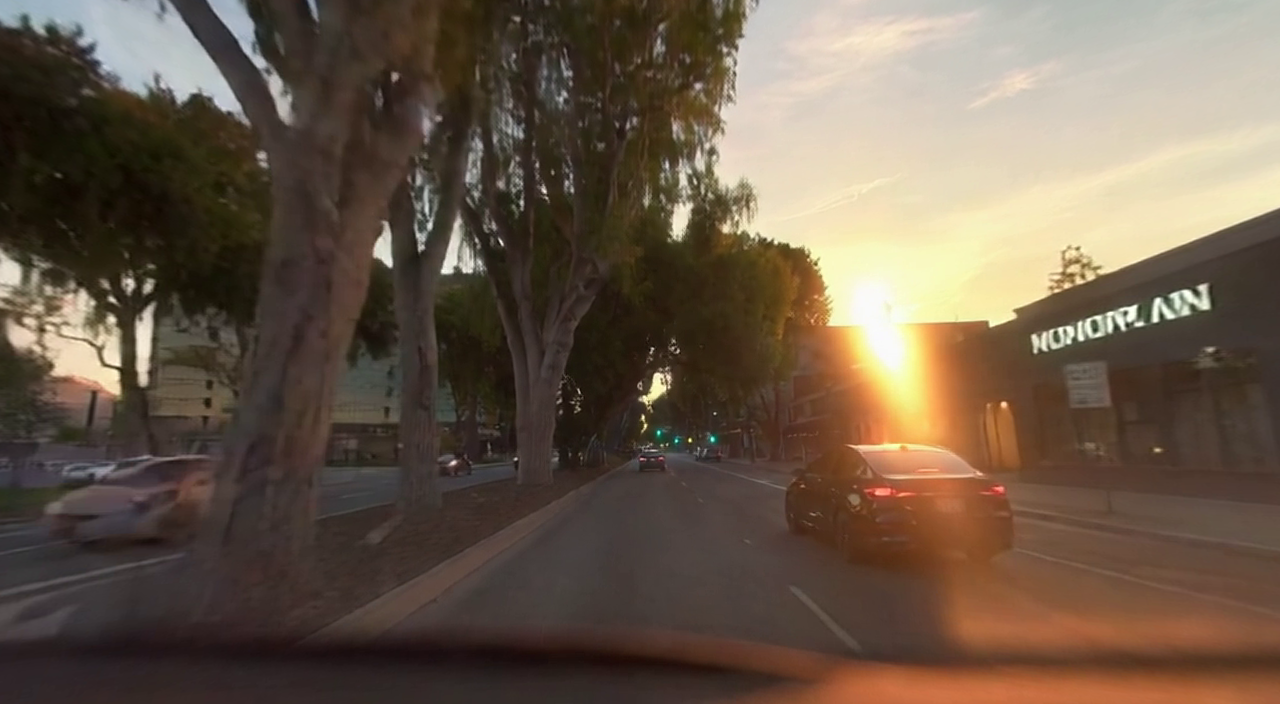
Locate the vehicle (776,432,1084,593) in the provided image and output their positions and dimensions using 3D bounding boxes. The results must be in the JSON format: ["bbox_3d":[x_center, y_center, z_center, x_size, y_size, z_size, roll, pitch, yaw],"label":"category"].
[{"bbox_3d":[3.210,1.837,8.096,1.989,1.498,4.050,0,-9,0],"label":"vehicle"}]

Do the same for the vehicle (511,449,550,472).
[{"bbox_3d":[-8.106,8.073,47.123,2.013,1.637,4.479,-1,-9,2],"label":"vehicle"}]

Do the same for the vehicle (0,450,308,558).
[{"bbox_3d":[-8.168,2.531,11.299,1.958,1.487,4.451,-1,-9,1],"label":"vehicle"}]

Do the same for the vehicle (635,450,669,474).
[{"bbox_3d":[0.693,6.666,38.400,1.945,1.343,3.827,-1,-9,0],"label":"vehicle"}]

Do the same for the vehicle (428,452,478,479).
[{"bbox_3d":[-11.774,7.170,39.989,1.869,1.529,4.355,-2,-9,-1],"label":"vehicle"}]
